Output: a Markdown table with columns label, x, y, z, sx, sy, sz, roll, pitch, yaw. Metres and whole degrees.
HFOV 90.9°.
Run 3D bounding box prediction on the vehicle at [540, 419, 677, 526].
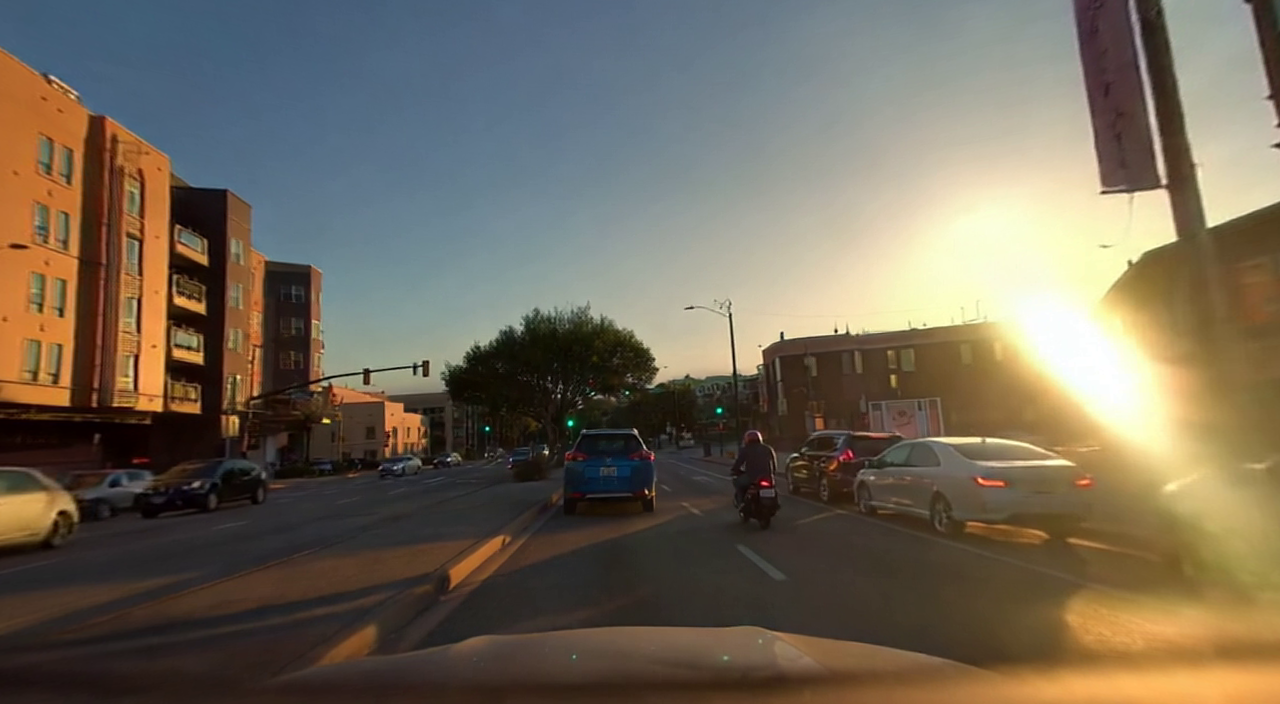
| label | x | y | z | sx | sy | sz | roll | pitch | yaw |
| --- | --- | --- | --- | --- | --- | --- | --- | --- | --- |
| vehicle | -0.590 | 2.307 | 12.599 | 2.265 | 1.748 | 4.130 | 0 | -9 | -2 |

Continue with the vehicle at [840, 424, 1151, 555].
| label | x | y | z | sx | sy | sz | roll | pitch | yaw |
| --- | --- | --- | --- | --- | --- | --- | --- | --- | --- |
| vehicle | 4.954 | 1.970 | 9.808 | 2.012 | 1.532 | 4.565 | 0 | -9 | -3 |

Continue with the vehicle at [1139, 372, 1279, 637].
| label | x | y | z | sx | sy | sz | roll | pitch | yaw |
| --- | --- | --- | --- | --- | --- | --- | --- | --- | --- |
| vehicle | 5.300 | 0.840 | 3.110 | 2.094 | 1.719 | 4.150 | 0 | -9 | -3 |

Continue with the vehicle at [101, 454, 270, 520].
| label | x | y | z | sx | sy | sz | roll | pitch | yaw |
| --- | --- | --- | --- | --- | --- | --- | --- | --- | --- |
| vehicle | -14.684 | 4.325 | 20.836 | 2.267 | 1.831 | 4.702 | 0 | -9 | -4 |

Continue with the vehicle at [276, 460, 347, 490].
| label | x | y | z | sx | sy | sz | roll | pitch | yaw |
| --- | --- | --- | --- | --- | --- | --- | --- | --- | --- |
| vehicle | -19.294 | 7.225 | 37.292 | 2.038 | 1.607 | 4.348 | 1 | -9 | -3 |

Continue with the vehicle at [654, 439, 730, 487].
| label | x | y | z | sx | sy | sz | roll | pitch | yaw |
| --- | --- | --- | --- | --- | --- | --- | --- | --- | --- |
| vehicle | 1.697 | 3.845 | 22.227 | 2.101 | 1.507 | 4.355 | 0 | -9 | -3 |
